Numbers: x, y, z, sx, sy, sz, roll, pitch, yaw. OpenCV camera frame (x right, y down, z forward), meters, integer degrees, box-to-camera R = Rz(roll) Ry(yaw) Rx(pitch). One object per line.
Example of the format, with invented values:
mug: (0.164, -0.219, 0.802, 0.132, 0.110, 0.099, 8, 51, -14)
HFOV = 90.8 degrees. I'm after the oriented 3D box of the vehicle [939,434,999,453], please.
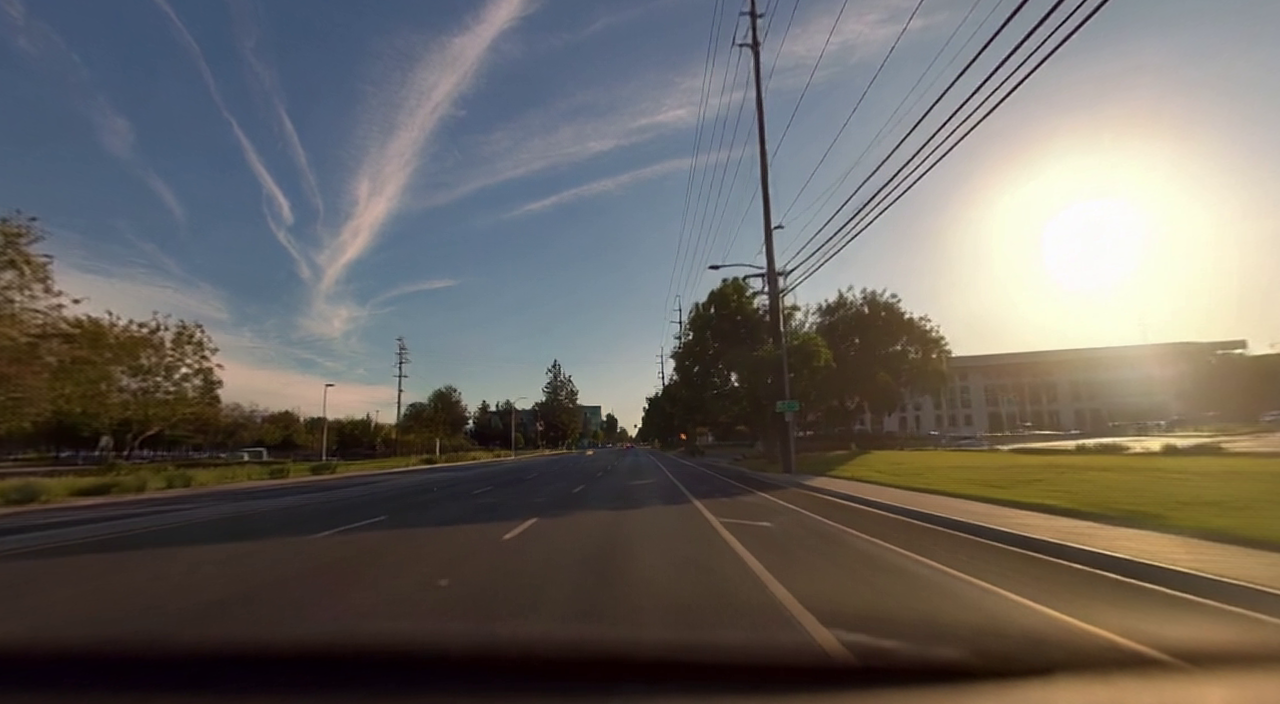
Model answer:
vehicle: (25.472, 7.115, 49.124, 1.996, 1.442, 4.785, 0, -8, -1)
